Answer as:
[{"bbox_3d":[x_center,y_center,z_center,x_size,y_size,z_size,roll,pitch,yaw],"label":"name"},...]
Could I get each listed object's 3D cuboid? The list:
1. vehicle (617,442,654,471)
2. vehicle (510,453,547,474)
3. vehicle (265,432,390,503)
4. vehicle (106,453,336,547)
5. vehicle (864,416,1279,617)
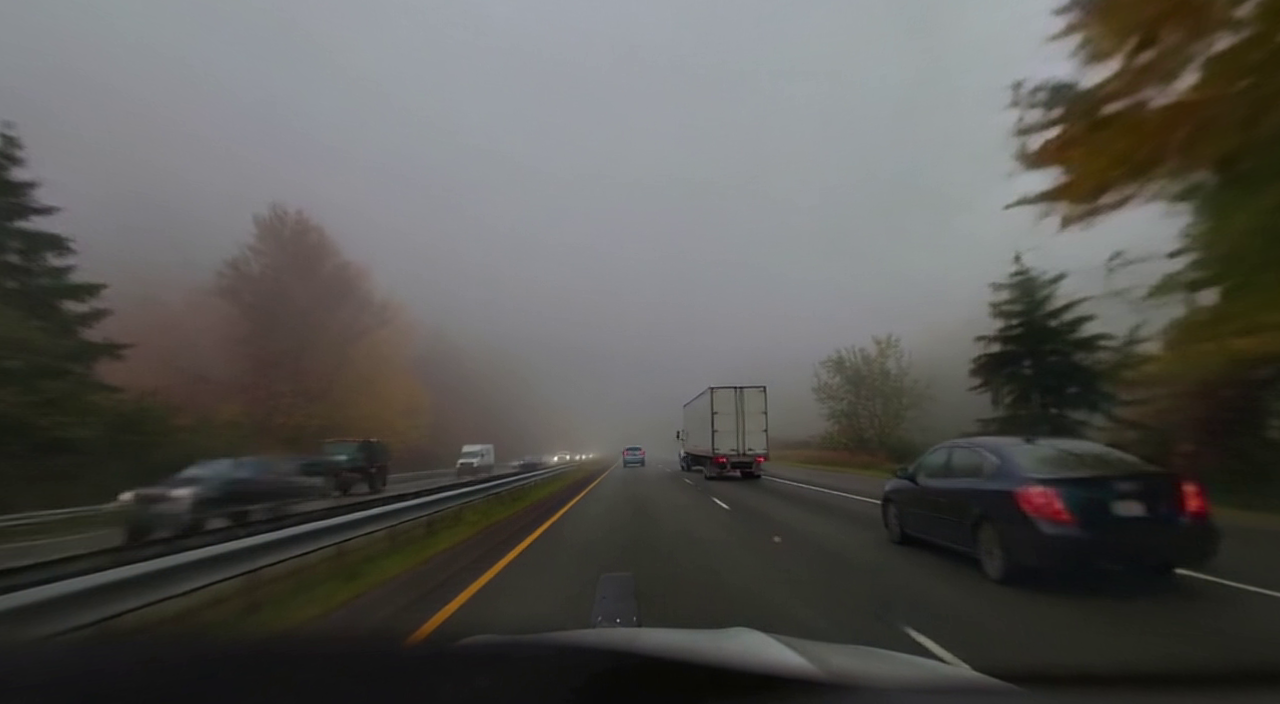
[{"bbox_3d":[-0.275,6.478,39.008,2.168,1.705,4.272,0,-9,0],"label":"vehicle"},{"bbox_3d":[-8.609,8.619,48.779,1.990,1.528,4.661,0,-9,0],"label":"vehicle"},{"bbox_3d":[-13.514,5.020,27.742,2.349,2.712,6.085,0,-9,0],"label":"vehicle"},{"bbox_3d":[-8.579,3.001,13.438,1.971,1.628,4.243,0,-9,0],"label":"vehicle"},{"bbox_3d":[4.300,1.582,6.956,1.997,1.504,4.236,0,-9,-1],"label":"vehicle"}]
